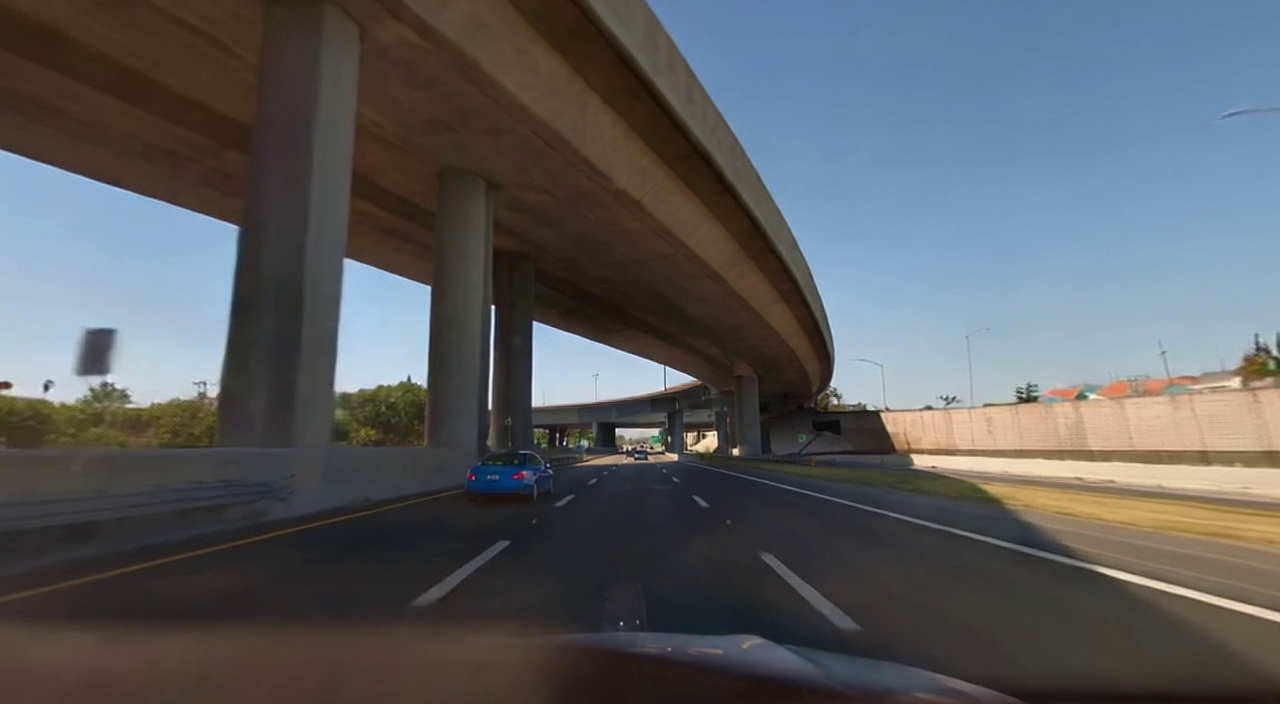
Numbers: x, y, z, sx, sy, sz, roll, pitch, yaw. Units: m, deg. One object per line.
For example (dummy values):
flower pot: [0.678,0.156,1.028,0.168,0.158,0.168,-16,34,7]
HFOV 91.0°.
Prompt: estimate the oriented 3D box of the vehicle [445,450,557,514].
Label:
vehicle: [-3.562,3.401,17.017,2.044,1.478,4.114,0,-9,1]
